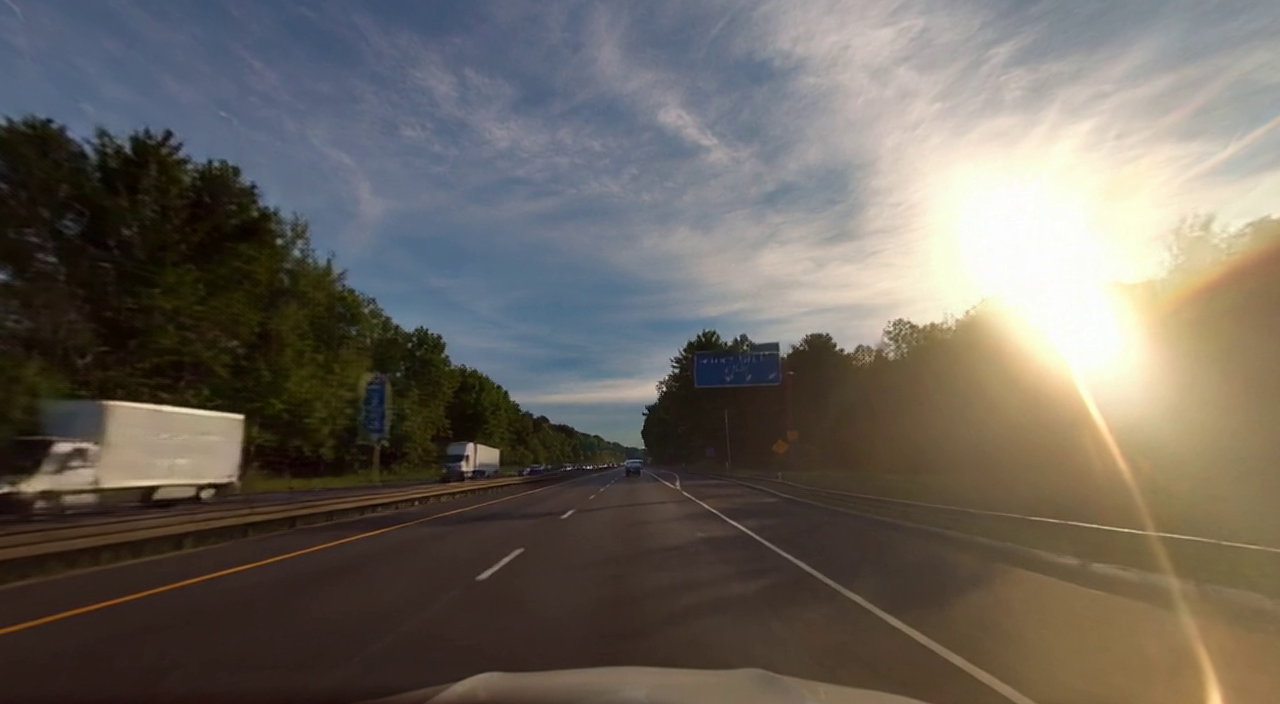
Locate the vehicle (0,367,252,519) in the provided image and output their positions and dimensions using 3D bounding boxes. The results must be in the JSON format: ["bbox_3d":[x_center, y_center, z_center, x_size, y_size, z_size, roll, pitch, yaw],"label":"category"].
[{"bbox_3d":[-17.122,3.073,20.405,3.012,3.794,9.302,1,-10,0],"label":"vehicle"}]
